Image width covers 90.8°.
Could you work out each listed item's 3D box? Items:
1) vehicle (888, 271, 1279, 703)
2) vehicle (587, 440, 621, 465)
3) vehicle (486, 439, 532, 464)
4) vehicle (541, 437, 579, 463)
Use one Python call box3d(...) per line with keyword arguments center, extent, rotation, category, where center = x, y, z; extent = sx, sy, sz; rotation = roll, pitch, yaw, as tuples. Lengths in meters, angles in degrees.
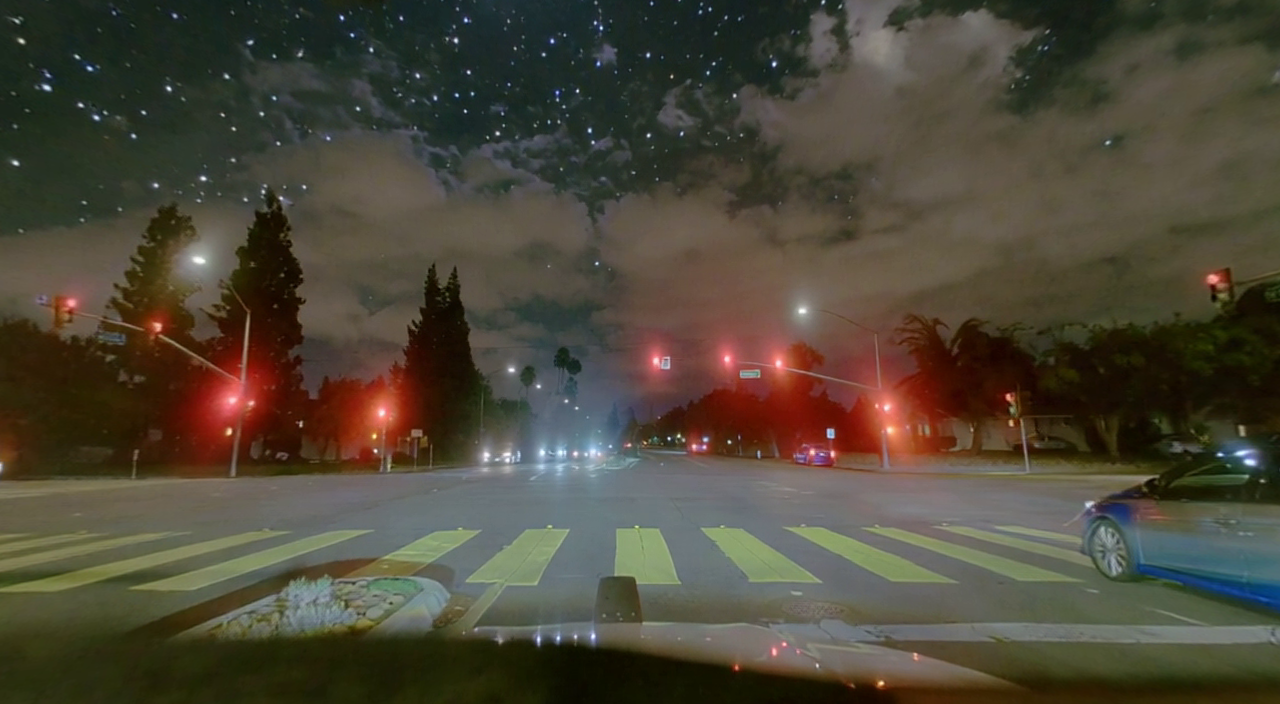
box3d(center=(2.717, 0.712, 1.741), extent=(2.085, 1.800, 4.908), rotation=(0, -9, 0), category="vehicle")
box3d(center=(-2.314, 6.535, 41.164), extent=(2.046, 1.491, 4.118), rotation=(0, -9, -1), category="vehicle")
box3d(center=(-8.955, 6.861, 43.629), extent=(2.028, 1.654, 5.027), rotation=(0, -9, 1), category="vehicle")
box3d(center=(-5.546, 6.896, 44.378), extent=(2.091, 1.707, 4.157), rotation=(0, -9, 1), category="vehicle")
